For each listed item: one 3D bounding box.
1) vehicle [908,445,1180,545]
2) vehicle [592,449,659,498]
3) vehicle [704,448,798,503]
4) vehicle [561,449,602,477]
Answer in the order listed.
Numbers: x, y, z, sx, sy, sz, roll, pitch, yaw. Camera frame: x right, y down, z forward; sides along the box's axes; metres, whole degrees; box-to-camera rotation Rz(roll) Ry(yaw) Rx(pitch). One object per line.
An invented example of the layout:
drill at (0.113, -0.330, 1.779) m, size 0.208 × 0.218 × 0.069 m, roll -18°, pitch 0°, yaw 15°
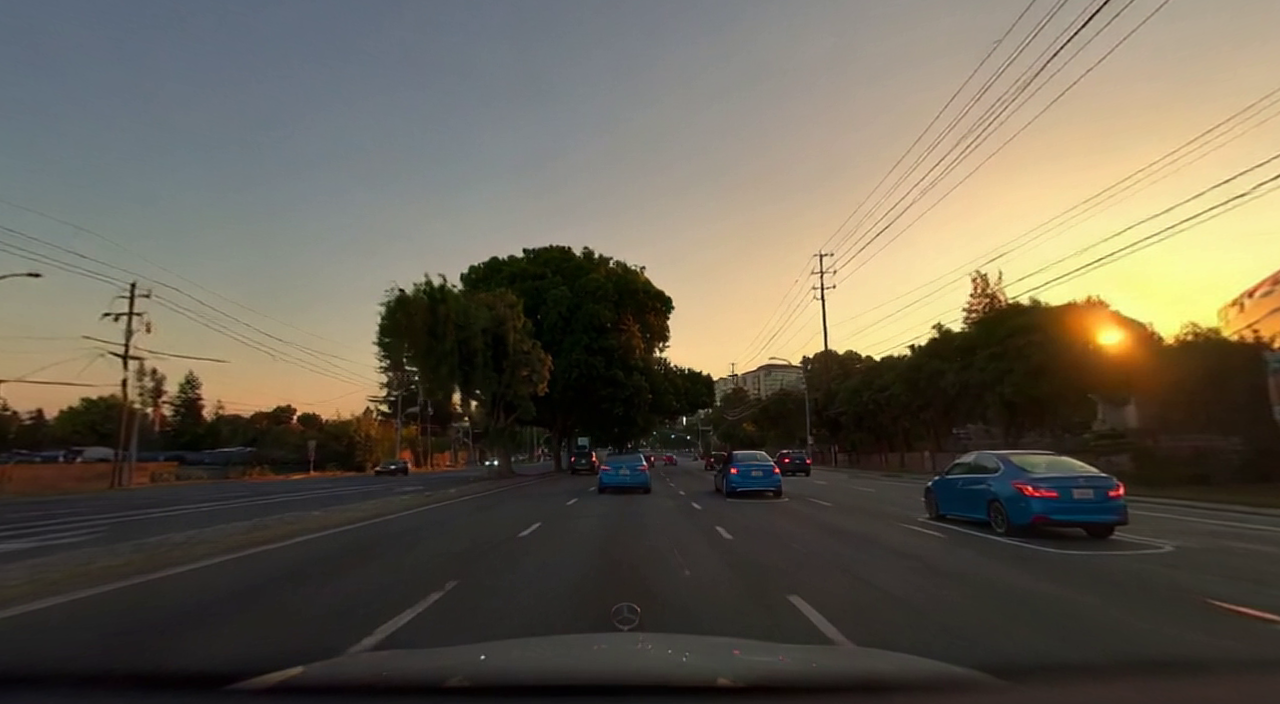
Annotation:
vehicle at (6.926, 2.452, 11.590) m, size 2.004 × 1.455 × 4.417 m, roll 0°, pitch -9°, yaw -1°
vehicle at (-0.457, 4.087, 21.711) m, size 2.065 × 1.464 × 4.216 m, roll 0°, pitch -9°, yaw 0°
vehicle at (3.332, 3.814, 19.985) m, size 2.053 × 1.490 × 4.464 m, roll 0°, pitch -9°, yaw -2°
vehicle at (-3.623, 6.992, 39.960) m, size 2.073 × 1.606 × 4.364 m, roll 0°, pitch -9°, yaw 1°
